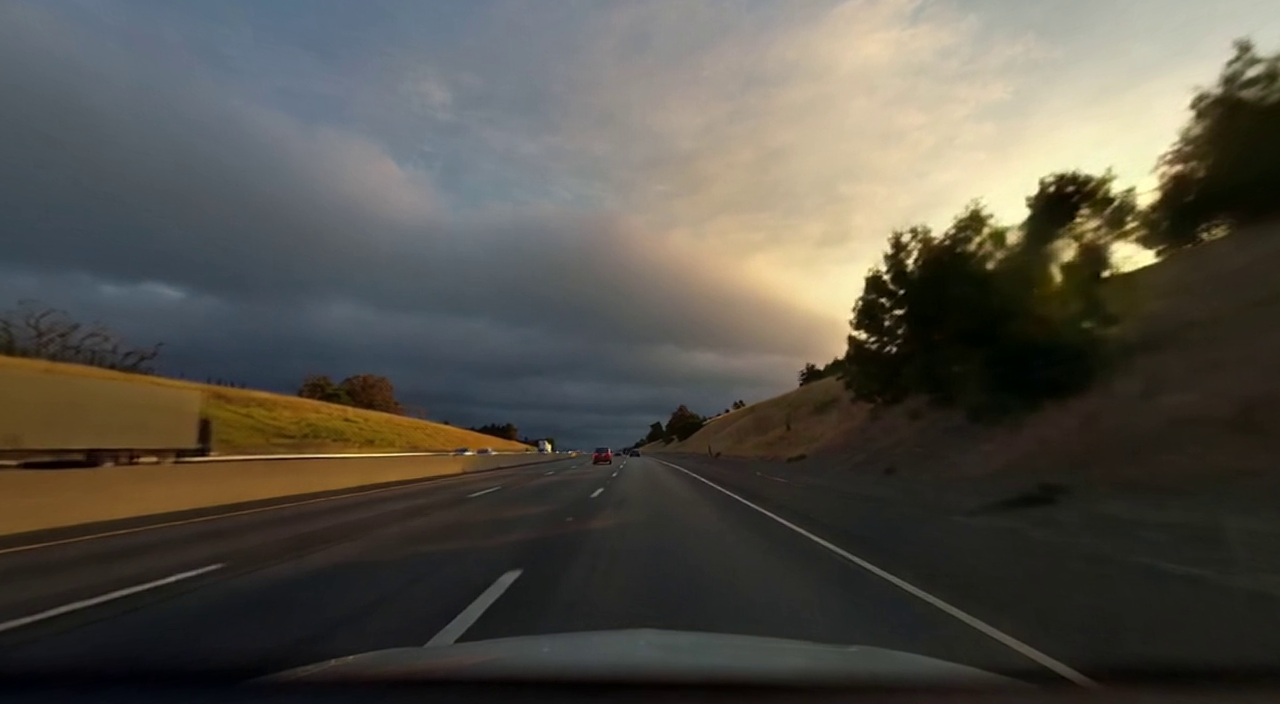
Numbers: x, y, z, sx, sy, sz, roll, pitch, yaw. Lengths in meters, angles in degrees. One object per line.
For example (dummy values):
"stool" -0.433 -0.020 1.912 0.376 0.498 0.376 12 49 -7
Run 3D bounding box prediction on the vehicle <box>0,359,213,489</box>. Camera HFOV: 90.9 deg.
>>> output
"vehicle" -22.014 2.742 22.925 3.113 4.097 13.916 0 -9 0
